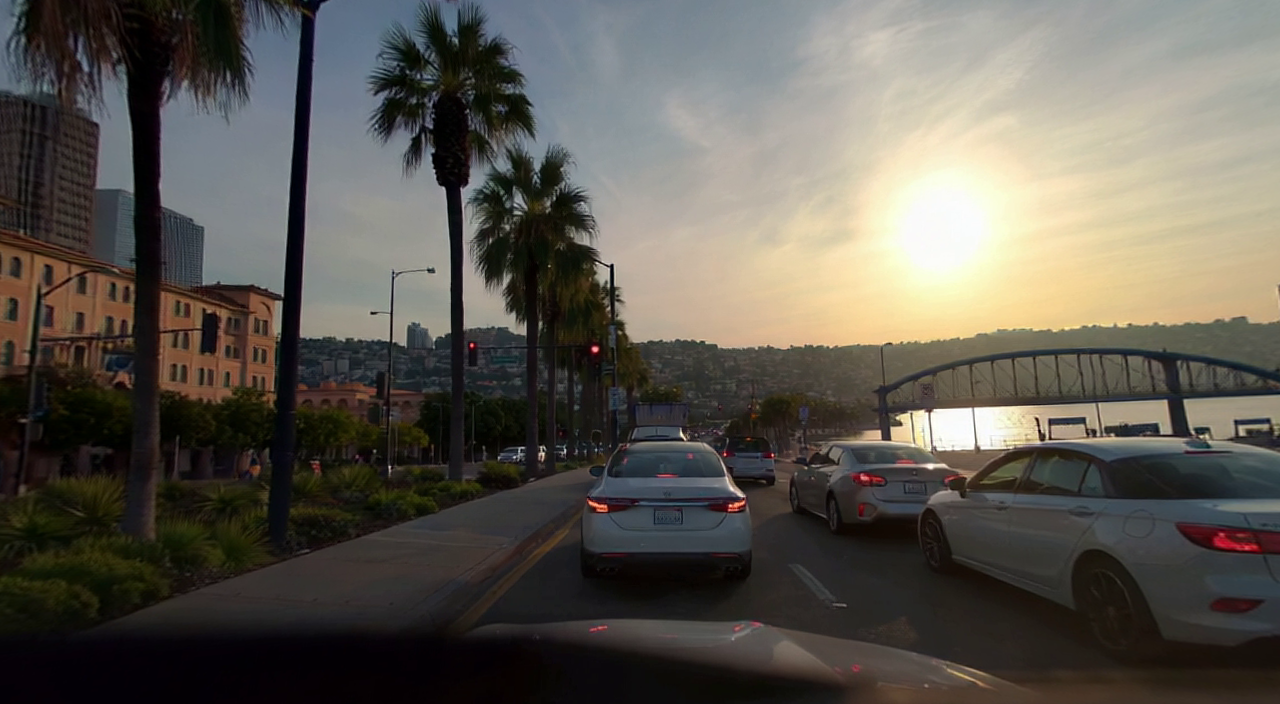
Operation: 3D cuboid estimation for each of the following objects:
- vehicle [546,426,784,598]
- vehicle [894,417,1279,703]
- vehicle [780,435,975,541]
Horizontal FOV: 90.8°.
[{"bbox_3d":[0.250,1.703,7.498,2.093,1.503,3.681,0,-9,1],"label":"vehicle"},{"bbox_3d":[3.918,1.366,5.101,1.913,1.469,4.425,0,-9,0],"label":"vehicle"},{"bbox_3d":[3.888,2.290,11.315,1.920,1.490,4.417,-1,-9,2],"label":"vehicle"}]
